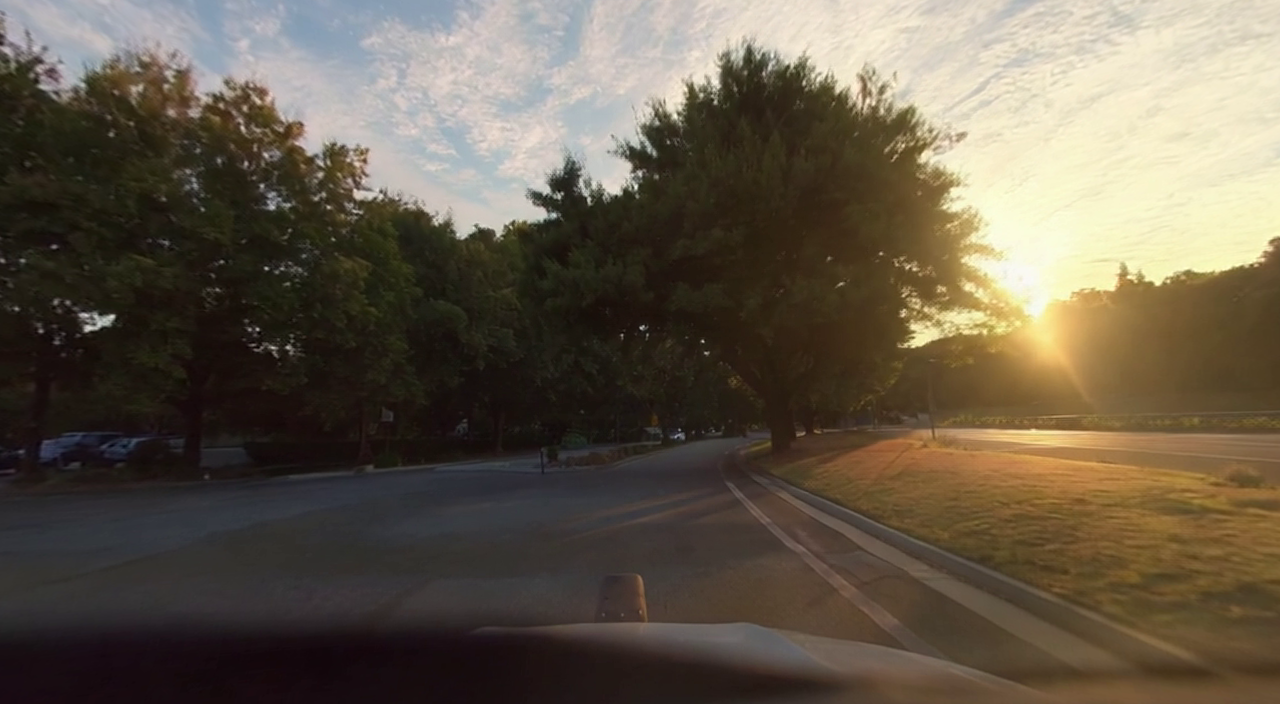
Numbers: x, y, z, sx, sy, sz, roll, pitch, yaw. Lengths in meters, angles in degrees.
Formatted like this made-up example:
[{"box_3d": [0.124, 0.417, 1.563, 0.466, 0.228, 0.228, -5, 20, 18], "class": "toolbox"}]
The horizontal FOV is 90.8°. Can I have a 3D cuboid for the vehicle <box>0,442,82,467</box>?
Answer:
[{"box_3d": [-39.628, 6.724, 41.510, 4.258, 1.584, 1.843, -1, -9, 5], "class": "vehicle"}]

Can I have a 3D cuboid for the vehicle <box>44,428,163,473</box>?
[{"box_3d": [-28.285, 5.188, 33.376, 4.733, 1.892, 1.939, -4, -4, 2], "class": "vehicle"}]
